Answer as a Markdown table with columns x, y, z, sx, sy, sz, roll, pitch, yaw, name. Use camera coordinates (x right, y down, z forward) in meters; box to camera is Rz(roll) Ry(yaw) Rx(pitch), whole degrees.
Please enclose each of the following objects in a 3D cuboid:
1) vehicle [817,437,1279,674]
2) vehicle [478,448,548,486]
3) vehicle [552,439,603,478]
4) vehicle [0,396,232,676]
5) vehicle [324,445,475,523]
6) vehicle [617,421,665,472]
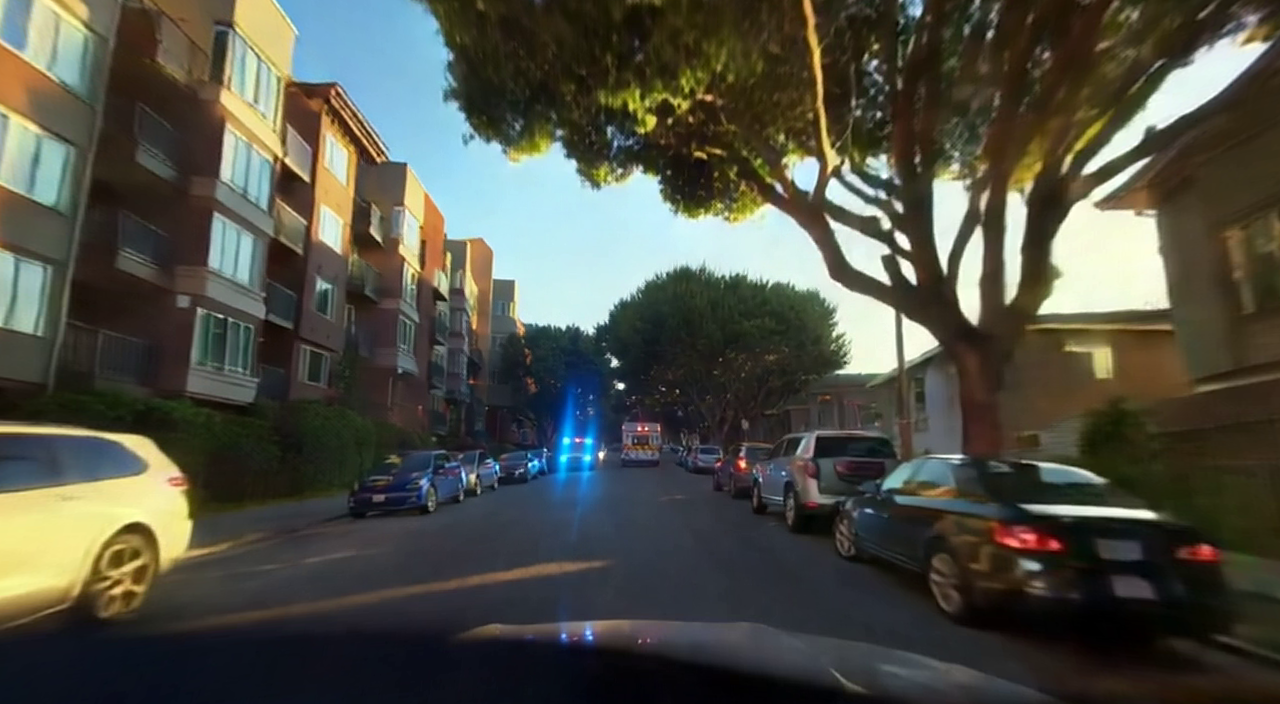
| x | y | z | sx | sy | sz | roll | pitch | yaw | name |
| --- | --- | --- | --- | --- | --- | --- | --- | --- | --- |
| 3.365 | 1.642 | 6.319 | 1.913 | 1.434 | 4.408 | 2 | -8 | 0 | vehicle |
| -5.331 | 4.874 | 27.148 | 2.047 | 1.471 | 4.647 | 0 | -8 | 0 | vehicle |
| -2.992 | 5.209 | 31.170 | 2.029 | 1.802 | 4.229 | 0 | -8 | 1 | vehicle |
| -5.289 | 1.180 | 3.920 | 2.131 | 1.821 | 4.976 | 0 | -8 | 0 | vehicle |
| -5.455 | 3.010 | 15.009 | 1.921 | 1.482 | 4.280 | -2 | -8 | 0 | vehicle |
| -0.090 | 6.257 | 41.813 | 2.754 | 3.008 | 7.730 | 0 | -9 | -3 | vehicle |
